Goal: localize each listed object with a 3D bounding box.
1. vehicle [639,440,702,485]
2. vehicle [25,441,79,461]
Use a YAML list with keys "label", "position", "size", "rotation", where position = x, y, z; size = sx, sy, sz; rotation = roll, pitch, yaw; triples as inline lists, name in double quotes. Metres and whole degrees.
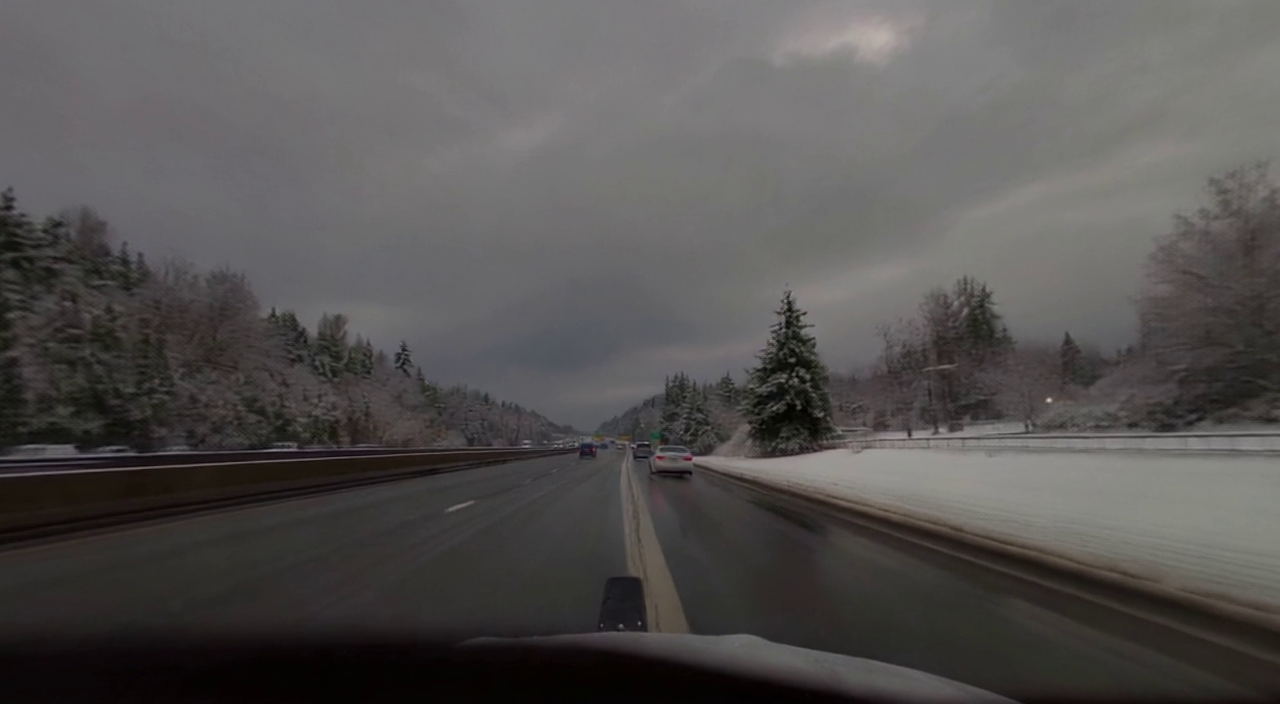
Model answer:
- label: "vehicle"
  position: [1.004, 3.915, 22.499]
  size: [1.960, 1.456, 3.818]
  rotation: [0, -9, -1]
- label: "vehicle"
  position: [-44.263, 7.491, 47.496]
  size: [1.542, 1.434, 2.718]
  rotation: [1, -9, -7]
